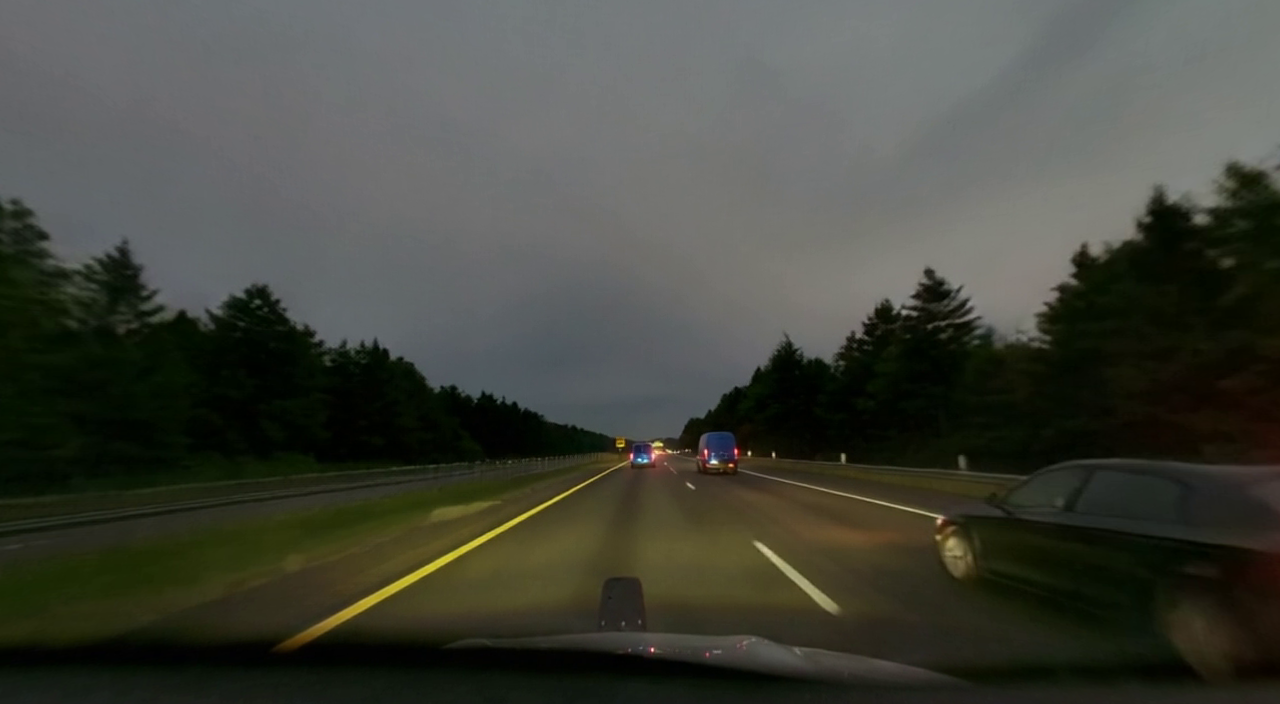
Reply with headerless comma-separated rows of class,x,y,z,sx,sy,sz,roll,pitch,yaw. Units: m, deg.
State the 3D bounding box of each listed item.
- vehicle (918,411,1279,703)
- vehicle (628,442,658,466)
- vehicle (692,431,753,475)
vehicle,3.951,1.175,4.096,2.043,1.431,4.922,0,-9,0
vehicle,0.255,7.584,47.067,2.087,1.707,4.316,0,-9,1
vehicle,4.076,5.149,32.164,2.371,2.045,4.768,0,-9,-1
